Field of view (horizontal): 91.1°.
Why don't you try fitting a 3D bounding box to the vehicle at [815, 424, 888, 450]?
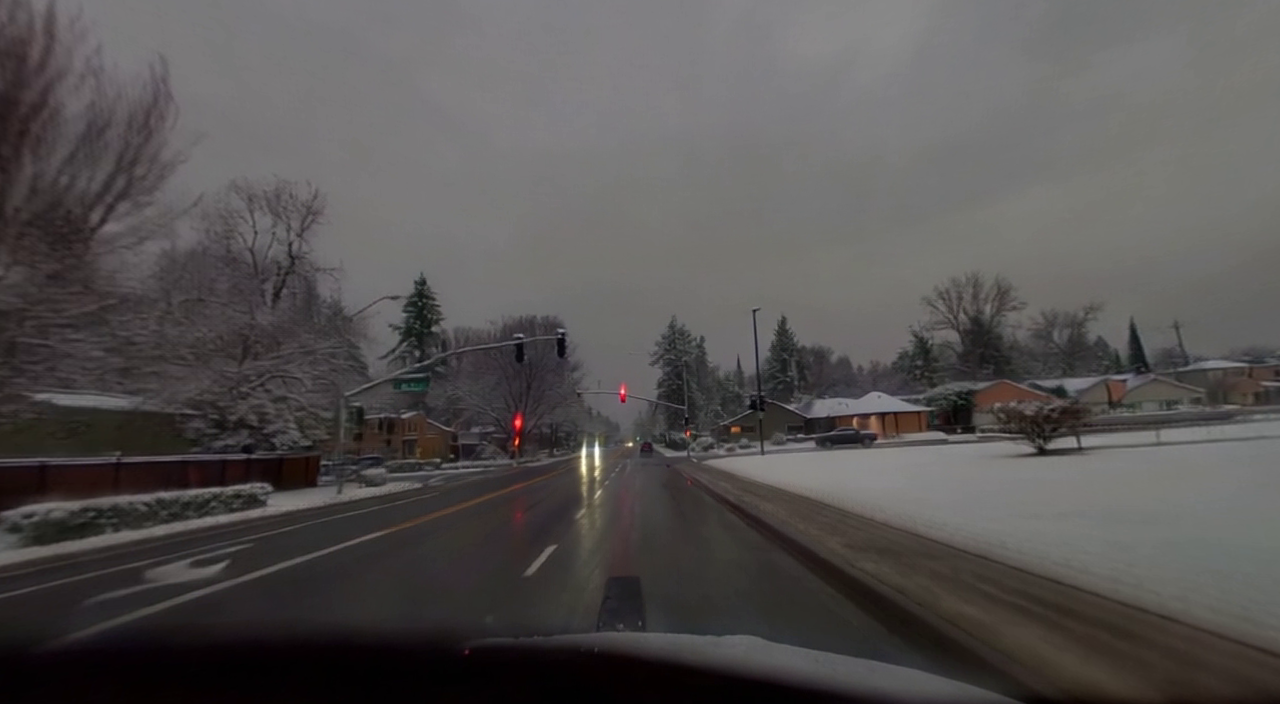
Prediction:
[{"bbox_3d":[14.508,5.868,43.222,4.319,1.700,2.034,0,-8,1],"label":"vehicle"}]
